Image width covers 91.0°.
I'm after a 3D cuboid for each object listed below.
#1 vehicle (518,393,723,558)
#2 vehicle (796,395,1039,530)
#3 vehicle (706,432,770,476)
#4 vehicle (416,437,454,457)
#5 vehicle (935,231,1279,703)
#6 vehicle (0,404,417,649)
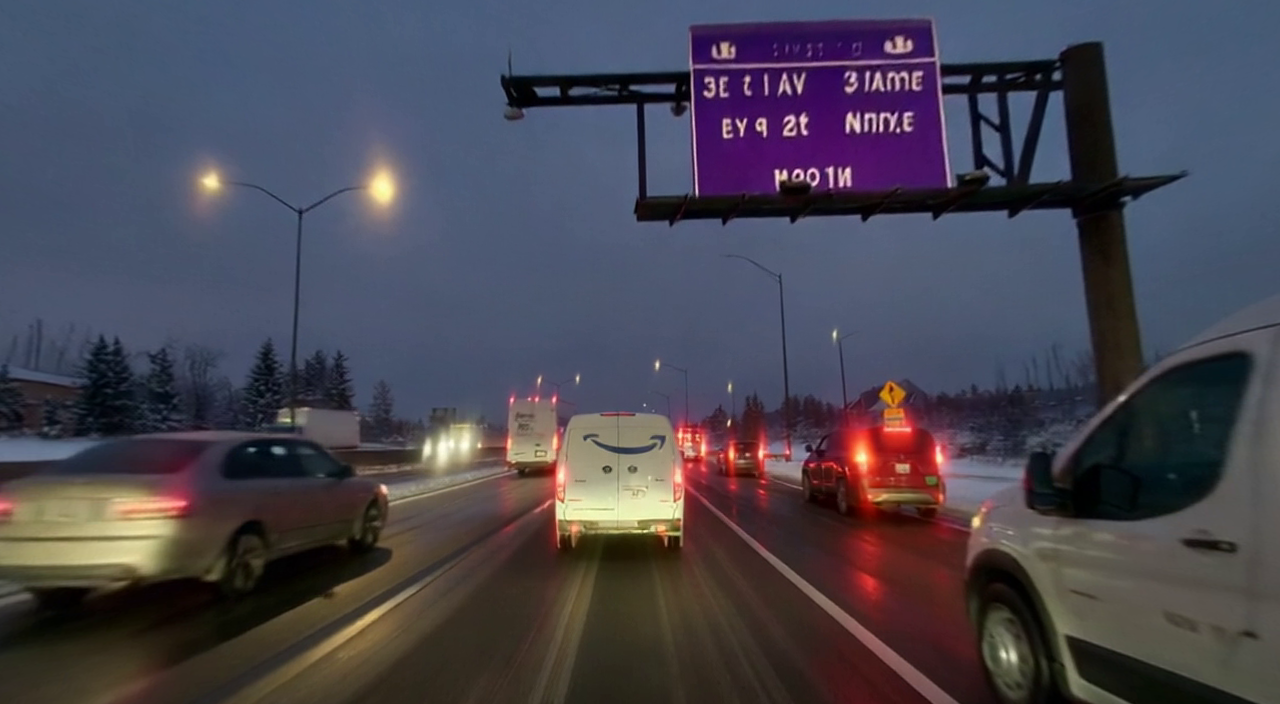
[{"bbox_3d":[-0.210,1.702,9.309,2.287,1.823,4.369,0,-8,0],"label":"vehicle"},{"bbox_3d":[4.834,2.052,12.177,2.179,1.999,5.331,1,-9,-1],"label":"vehicle"},{"bbox_3d":[4.087,4.343,26.964,2.064,1.720,4.416,0,-8,0],"label":"vehicle"},{"bbox_3d":[-15.612,7.253,48.126,1.578,1.432,3.491,0,-8,1],"label":"vehicle"},{"bbox_3d":[2.981,0.530,1.173,2.341,1.890,5.144,0,-9,0],"label":"vehicle"},{"bbox_3d":[-4.021,1.406,6.165,1.983,1.496,4.371,0,-8,1],"label":"vehicle"}]
